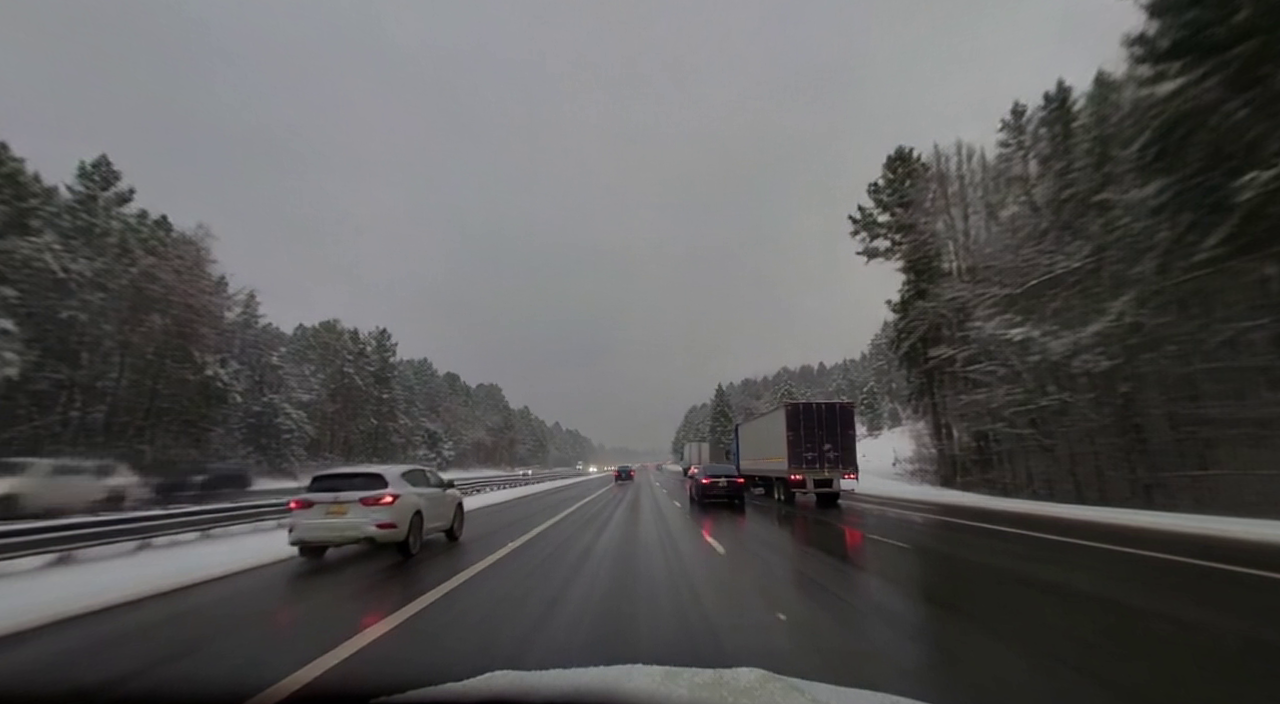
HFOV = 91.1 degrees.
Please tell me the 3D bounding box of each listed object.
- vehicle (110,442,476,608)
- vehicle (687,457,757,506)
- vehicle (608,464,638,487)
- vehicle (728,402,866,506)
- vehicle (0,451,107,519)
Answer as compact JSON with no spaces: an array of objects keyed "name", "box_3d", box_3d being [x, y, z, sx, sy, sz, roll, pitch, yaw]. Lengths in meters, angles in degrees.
[{"name":"vehicle","box_3d":[-3.826,2.030,8.209,2.065,1.485,4.682,1,-10,0]},{"name":"vehicle","box_3d":[3.089,5.032,24.712,2.050,1.708,4.457,1,-10,-1]},{"name":"vehicle","box_3d":[-1.167,8.919,45.607,2.025,1.547,4.150,1,-10,0]},{"name":"vehicle","box_3d":[7.506,5.671,34.011,2.861,4.086,17.499,1,-10,-1]},{"name":"vehicle","box_3d":[-15.538,3.086,14.672,1.943,1.509,4.783,1,-10,0]}]
